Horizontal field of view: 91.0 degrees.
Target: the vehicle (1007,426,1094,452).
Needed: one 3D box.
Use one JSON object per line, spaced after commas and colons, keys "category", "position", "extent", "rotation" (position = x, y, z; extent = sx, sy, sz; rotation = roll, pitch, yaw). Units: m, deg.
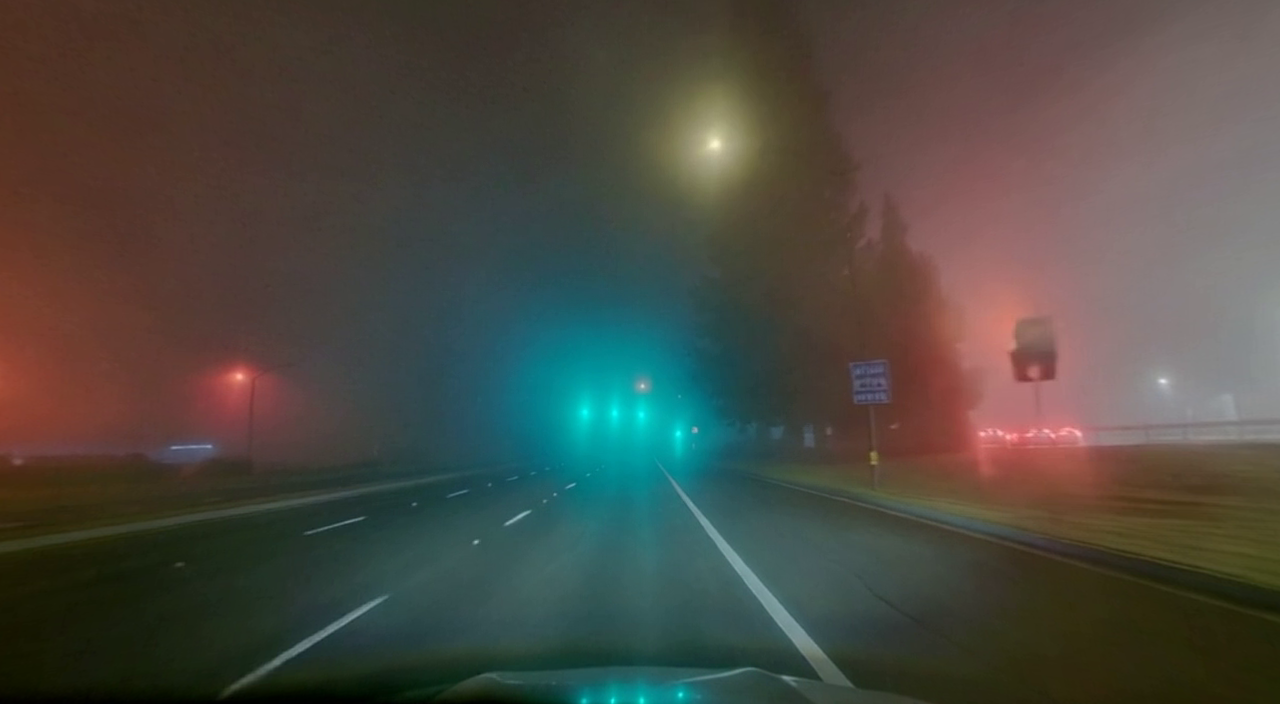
{"category": "vehicle", "position": [24.851, 5.340, 38.339], "extent": [1.907, 1.444, 5.150], "rotation": [0, -8, 1]}
